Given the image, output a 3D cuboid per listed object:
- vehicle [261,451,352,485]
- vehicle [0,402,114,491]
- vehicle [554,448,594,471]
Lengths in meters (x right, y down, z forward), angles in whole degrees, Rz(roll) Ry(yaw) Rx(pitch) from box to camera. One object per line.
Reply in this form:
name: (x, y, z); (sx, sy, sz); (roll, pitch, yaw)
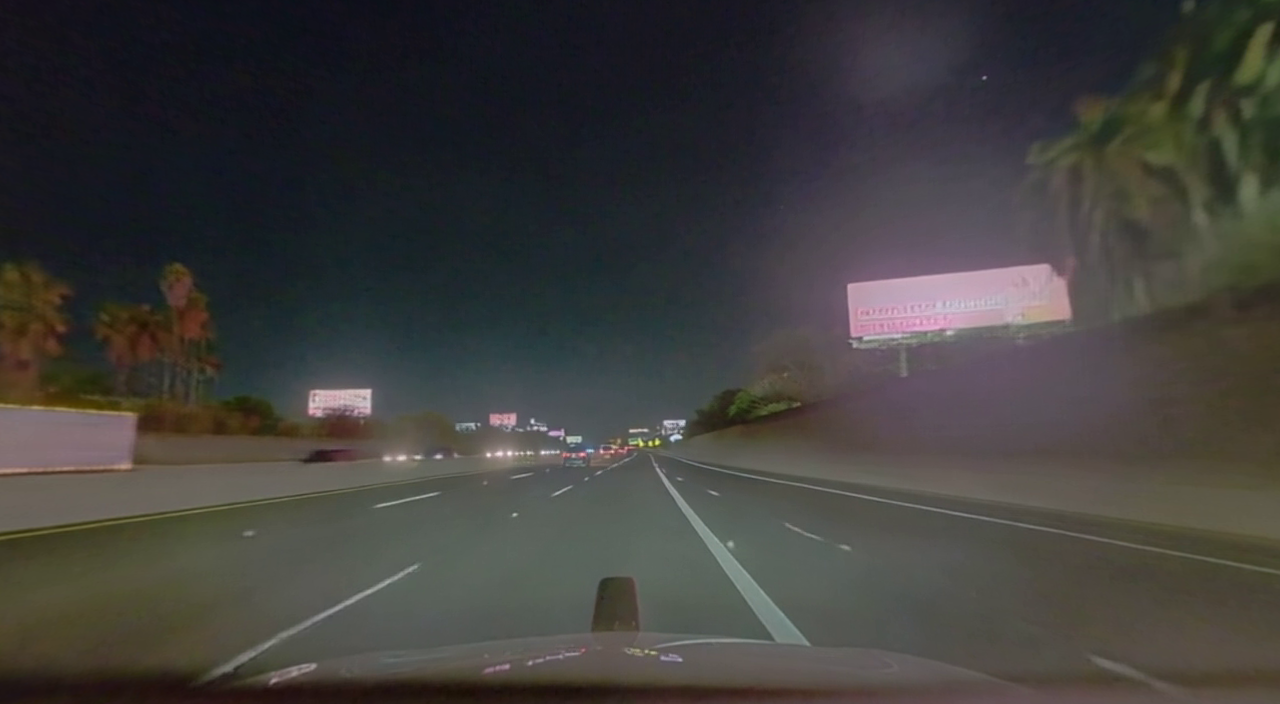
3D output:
vehicle: (-15.273, 5.305, 29.239); (1.887, 1.428, 4.258); (0, -9, 0)
vehicle: (-25.909, 3.573, 23.769); (3.232, 3.343, 10.548); (0, -9, -1)
vehicle: (-4.314, 7.086, 41.899); (2.078, 1.457, 4.648); (0, -8, 1)
